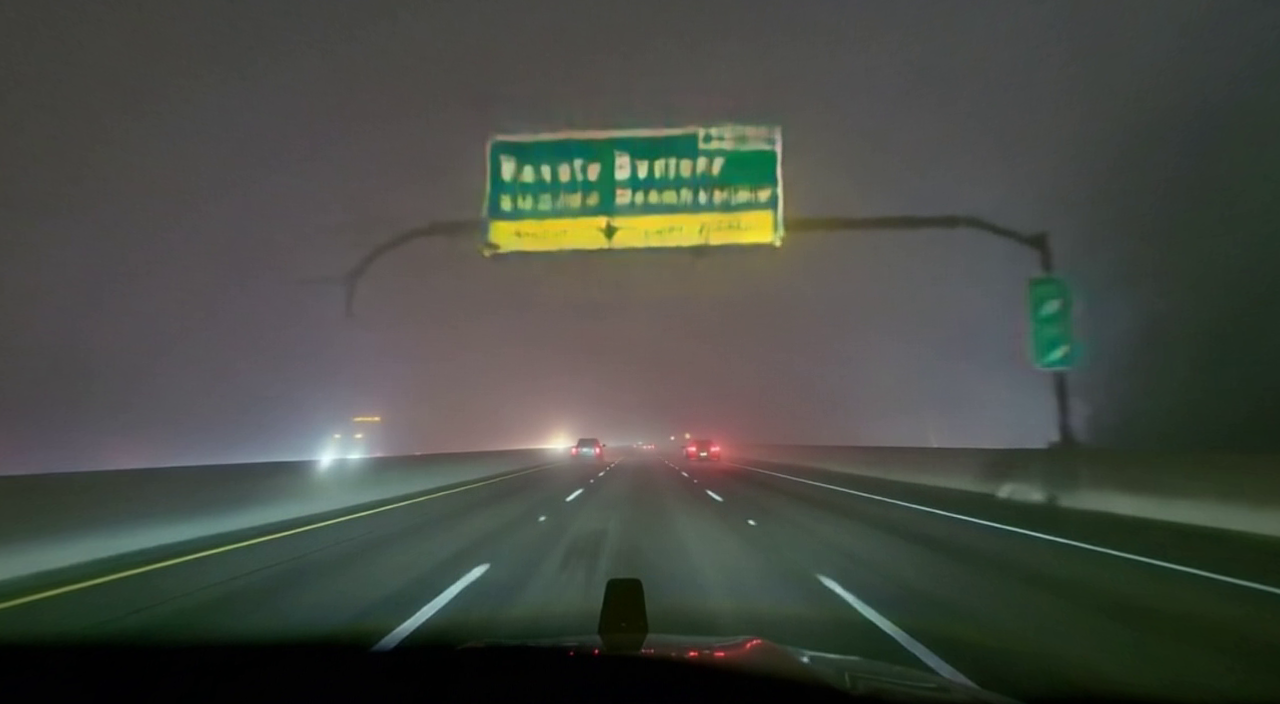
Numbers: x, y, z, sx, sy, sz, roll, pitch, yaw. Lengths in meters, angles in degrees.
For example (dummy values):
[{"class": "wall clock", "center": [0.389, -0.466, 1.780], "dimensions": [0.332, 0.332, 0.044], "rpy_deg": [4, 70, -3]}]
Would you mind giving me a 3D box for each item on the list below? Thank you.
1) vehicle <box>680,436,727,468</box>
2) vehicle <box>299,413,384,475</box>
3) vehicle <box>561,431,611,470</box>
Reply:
[{"class": "vehicle", "center": [3.504, 5.648, 35.574], "dimensions": [2.202, 1.682, 4.188], "rpy_deg": [0, -8, 0]}, {"class": "vehicle", "center": [-21.306, 6.618, 45.193], "dimensions": [2.995, 4.089, 6.180], "rpy_deg": [0, -8, -1]}, {"class": "vehicle", "center": [-3.005, 5.601, 35.946], "dimensions": [2.291, 2.052, 4.887], "rpy_deg": [0, -8, 1]}]
